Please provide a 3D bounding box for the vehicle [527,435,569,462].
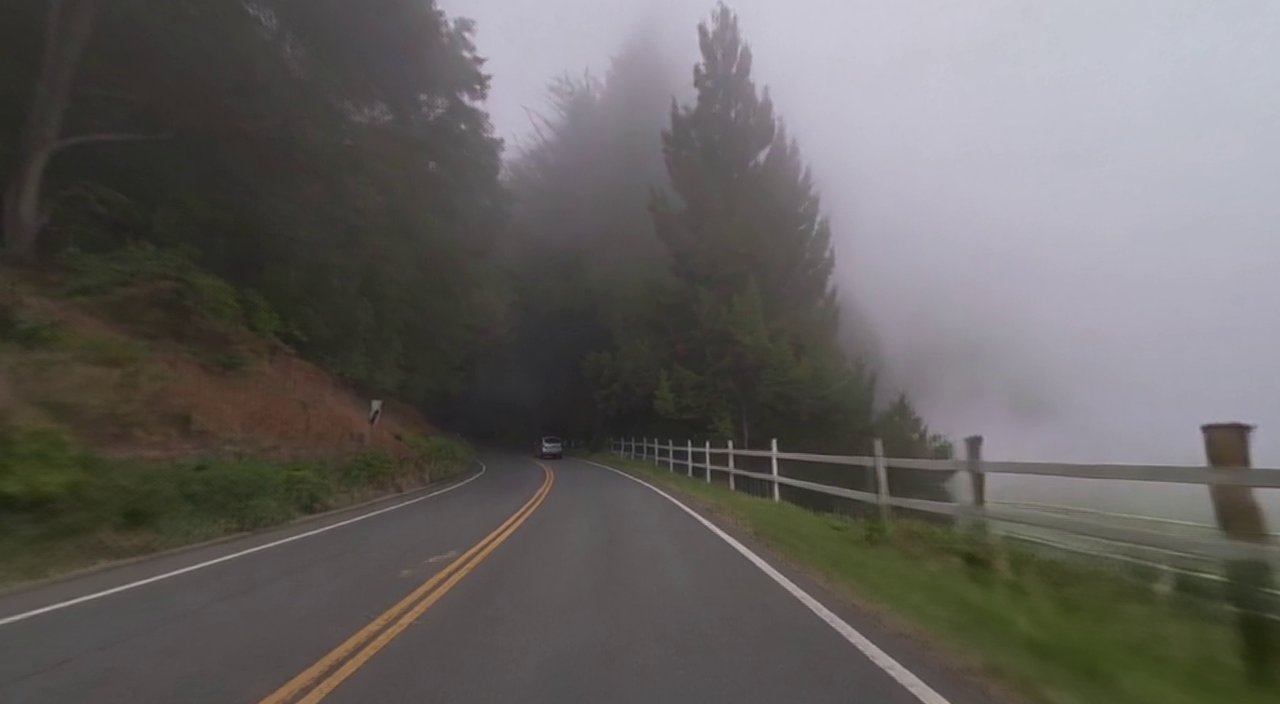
[{"bbox_3d":[-7.316,7.610,49.841,2.439,1.912,5.605,3,-9,-16],"label":"vehicle"}]
